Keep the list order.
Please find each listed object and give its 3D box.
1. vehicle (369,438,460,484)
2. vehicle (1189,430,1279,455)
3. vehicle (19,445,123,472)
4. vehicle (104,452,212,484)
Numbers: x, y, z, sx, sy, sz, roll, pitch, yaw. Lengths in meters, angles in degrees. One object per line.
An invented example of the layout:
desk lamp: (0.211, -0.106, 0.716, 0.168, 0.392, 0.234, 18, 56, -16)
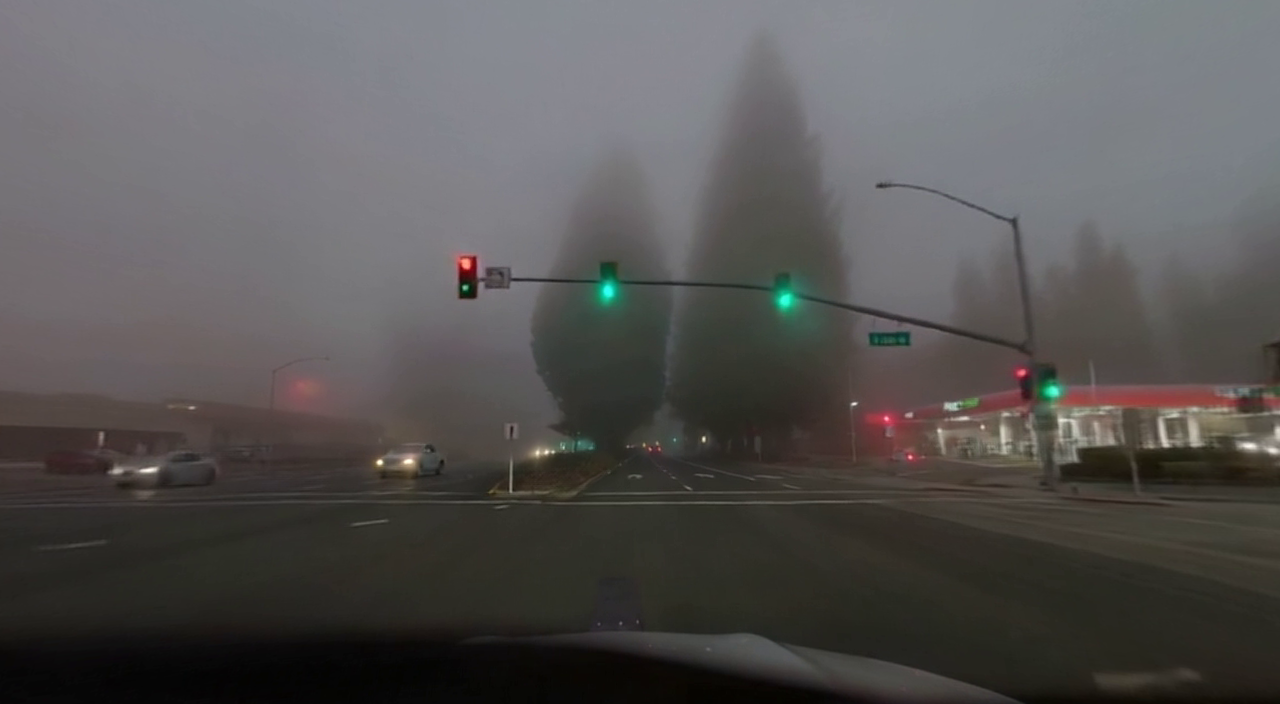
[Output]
vehicle: (-8.497, 4.175, 24.224, 1.913, 1.478, 4.312, -4, -10, 0)
vehicle: (39.720, 6.076, 42.220, 1.929, 1.589, 4.430, 0, -8, -2)
vehicle: (-43.904, 8.207, 48.987, 2.394, 1.887, 5.679, -1, -8, 6)
vehicle: (-25.252, 6.090, 33.361, 1.866, 1.486, 4.661, 0, -8, 3)
